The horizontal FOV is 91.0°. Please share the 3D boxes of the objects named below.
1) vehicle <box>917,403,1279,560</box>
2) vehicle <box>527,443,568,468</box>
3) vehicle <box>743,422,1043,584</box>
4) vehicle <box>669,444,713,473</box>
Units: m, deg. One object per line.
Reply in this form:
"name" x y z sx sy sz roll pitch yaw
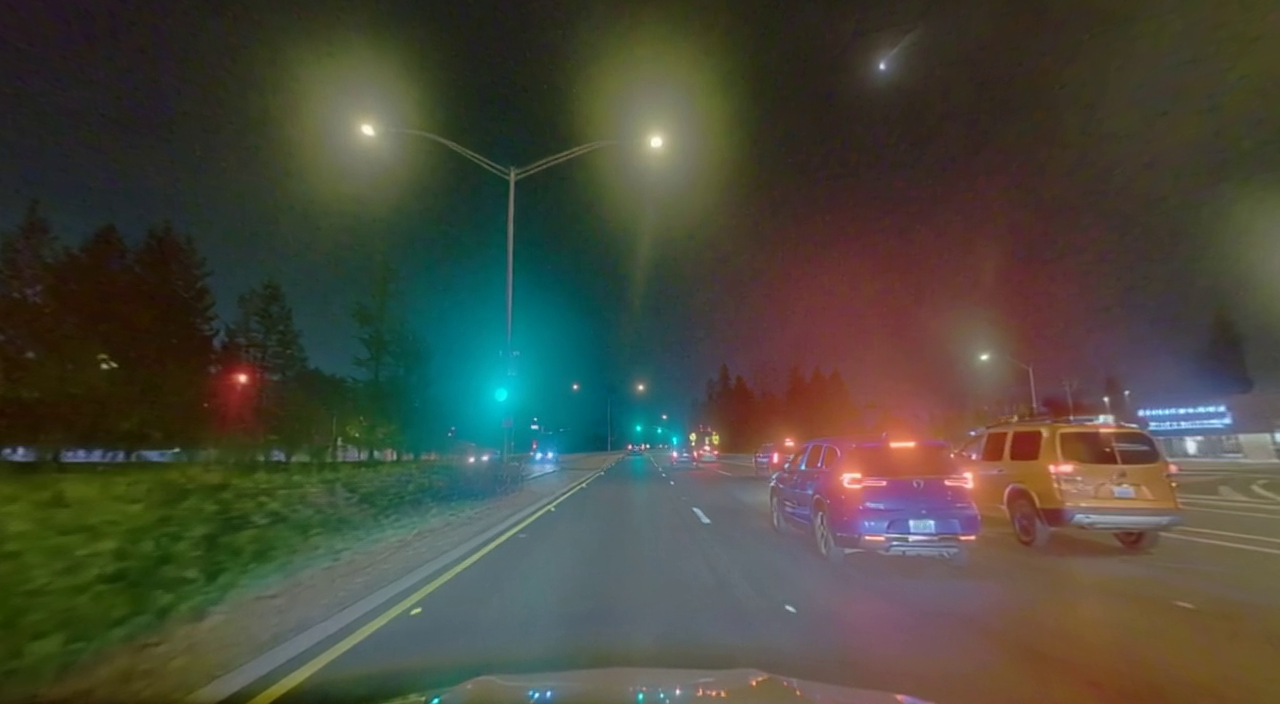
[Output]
"vehicle" 6.437 1.852 9.716 2.153 1.811 4.595 0 -8 -1
"vehicle" -6.583 7.387 45.192 2.113 1.693 4.370 0 -8 2
"vehicle" 2.874 1.836 8.656 1.932 1.547 4.992 0 -8 -2
"vehicle" 2.709 5.796 34.572 1.980 1.484 4.093 0 -8 -1
